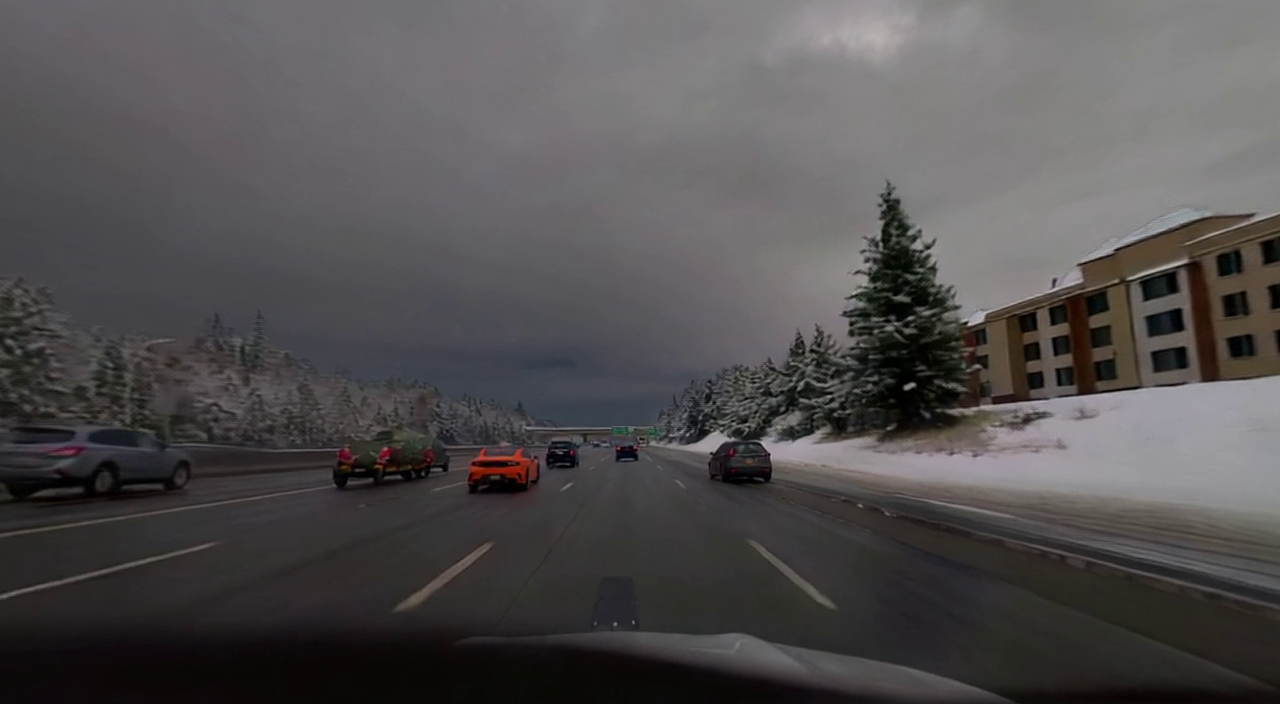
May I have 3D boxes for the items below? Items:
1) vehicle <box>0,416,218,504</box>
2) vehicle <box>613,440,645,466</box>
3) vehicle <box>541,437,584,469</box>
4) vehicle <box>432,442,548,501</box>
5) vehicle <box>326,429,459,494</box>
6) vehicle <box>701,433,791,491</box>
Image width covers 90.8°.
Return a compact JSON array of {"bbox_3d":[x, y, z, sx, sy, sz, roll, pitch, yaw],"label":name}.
[{"bbox_3d":[-15.256,2.963,17.788,2.396,1.999,6.333,0,-8,0],"label":"vehicle"},{"bbox_3d":[-0.739,6.890,43.240,2.053,1.650,3.945,0,-8,-1],"label":"vehicle"},{"bbox_3d":[-4.610,6.086,38.245,2.044,1.774,4.329,0,-8,0],"label":"vehicle"},{"bbox_3d":[-3.987,3.241,17.667,2.124,1.426,4.444,0,-8,0],"label":"vehicle"},{"bbox_3d":[-7.525,3.381,19.893,2.086,1.776,5.080,0,-8,0],"label":"vehicle"},{"bbox_3d":[3.318,3.542,20.696,2.061,1.658,4.417,0,-8,-2],"label":"vehicle"}]
